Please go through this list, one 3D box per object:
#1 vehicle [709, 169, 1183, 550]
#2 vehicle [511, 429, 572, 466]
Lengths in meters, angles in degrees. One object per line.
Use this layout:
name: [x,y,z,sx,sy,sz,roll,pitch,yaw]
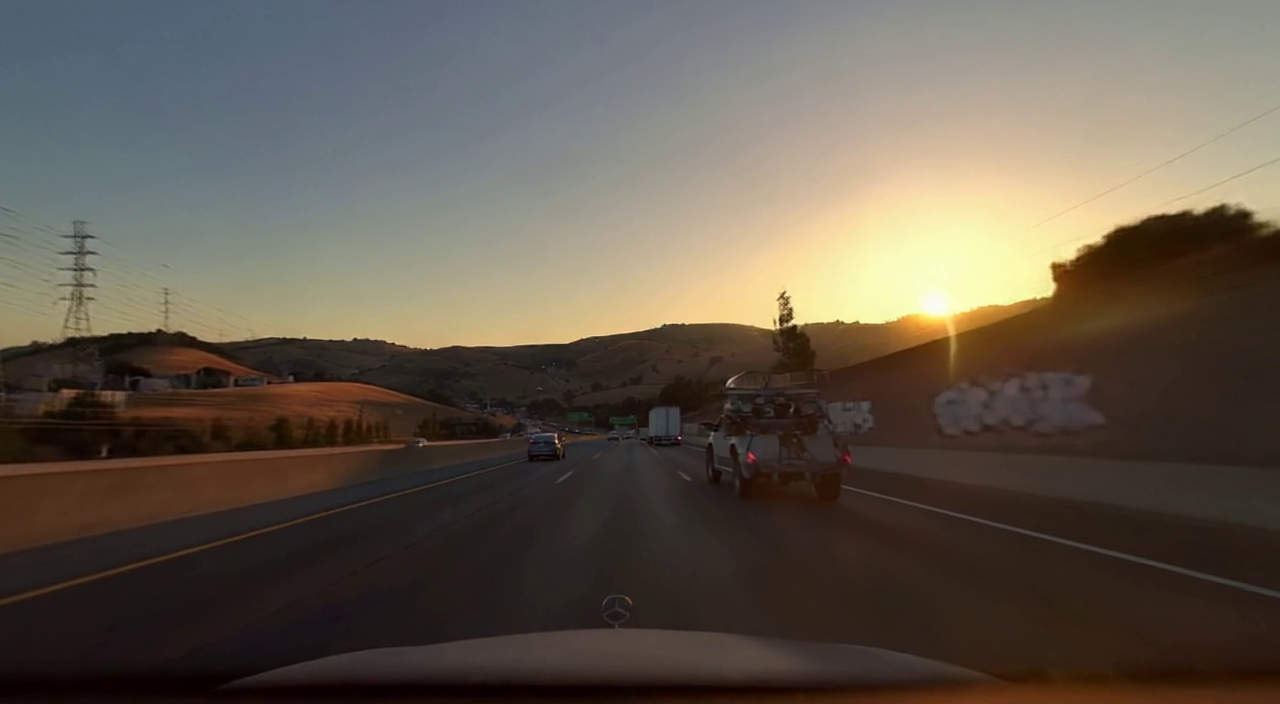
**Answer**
vehicle: [3.606,0.750,11.838,3.060,3.842,11.095,0,-8,-2]
vehicle: [-4.245,4.182,27.867,1.965,1.486,4.448,0,-8,0]
